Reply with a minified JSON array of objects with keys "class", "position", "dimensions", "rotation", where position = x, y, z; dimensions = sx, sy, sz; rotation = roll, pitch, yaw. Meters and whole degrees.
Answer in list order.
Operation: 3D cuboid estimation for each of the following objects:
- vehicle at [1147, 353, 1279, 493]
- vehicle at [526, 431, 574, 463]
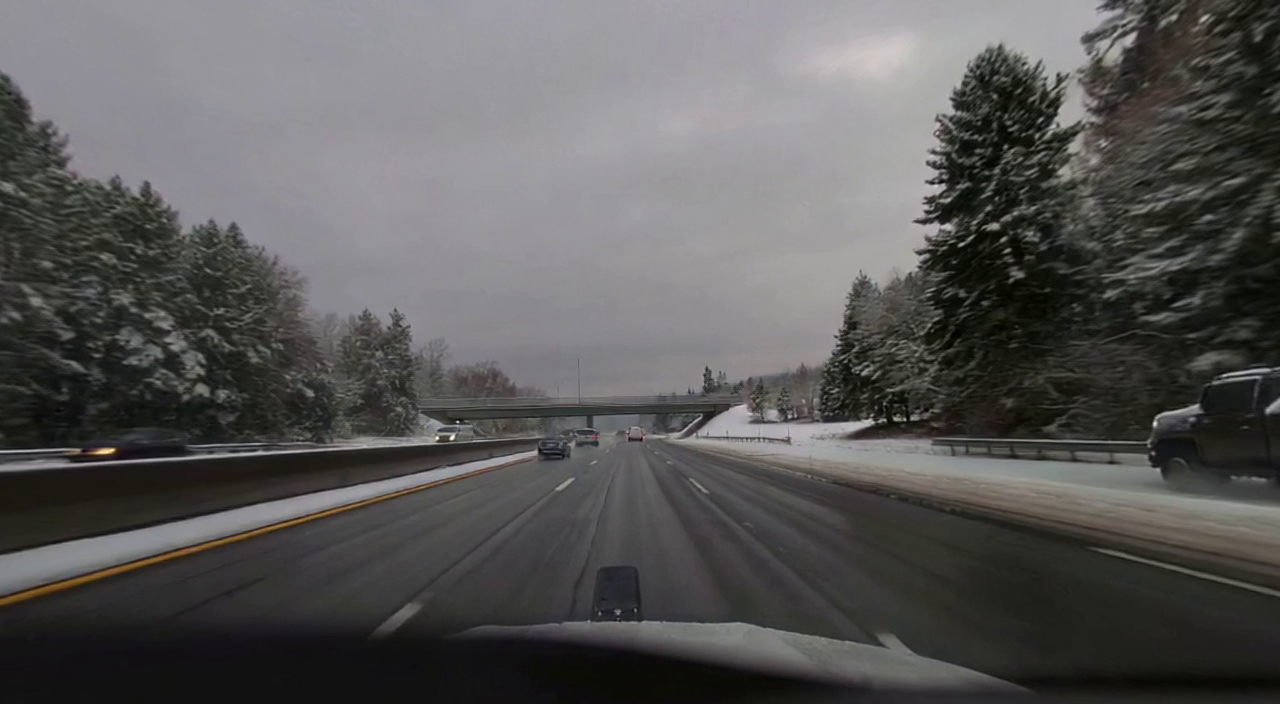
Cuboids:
[{"class":"vehicle","position":[12.929,1.267,11.265],"dimensions":[2.376,2.533,6.230],"rotation":[0,-8,-2]},{"class":"vehicle","position":[-4.497,4.809,32.121],"dimensions":[1.933,1.473,4.023],"rotation":[0,-8,-1]}]
